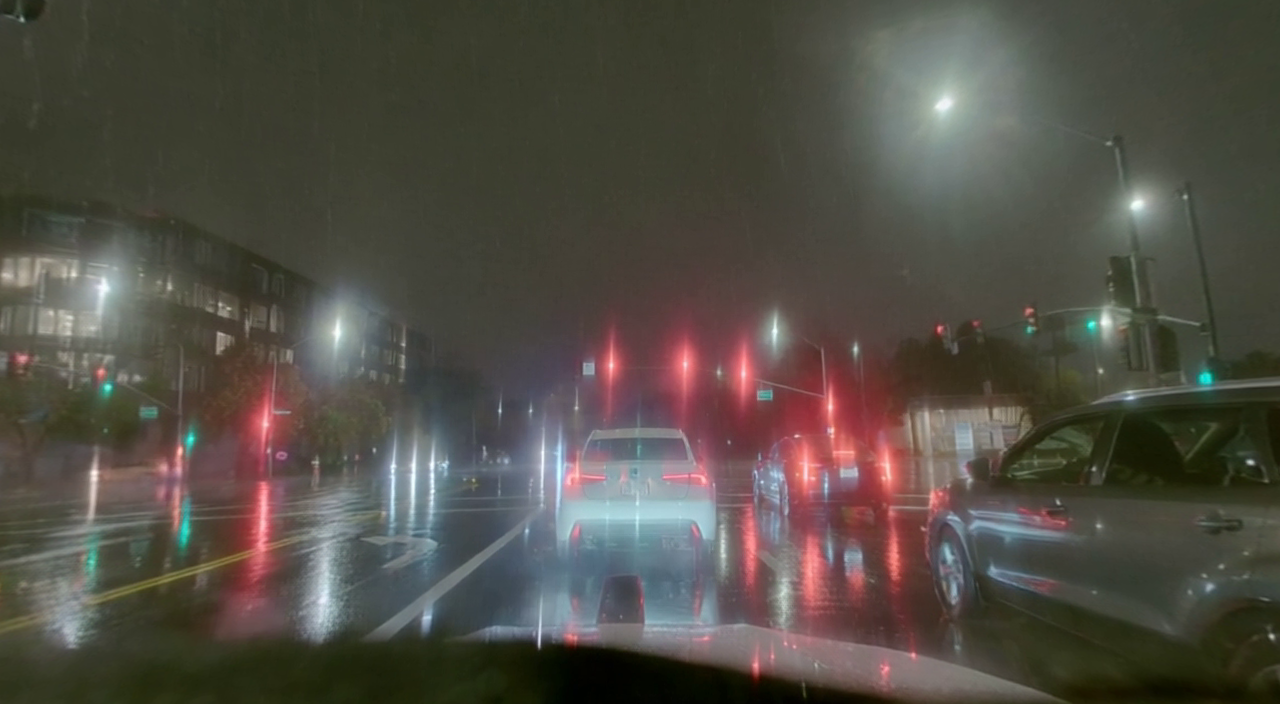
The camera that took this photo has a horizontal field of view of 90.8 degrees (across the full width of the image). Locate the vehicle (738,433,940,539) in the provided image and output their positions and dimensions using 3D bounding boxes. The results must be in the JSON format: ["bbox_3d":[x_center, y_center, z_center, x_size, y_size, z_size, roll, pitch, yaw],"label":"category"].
[{"bbox_3d":[3.154,2.218,11.145,2.001,1.463,4.398,0,-8,-2],"label":"vehicle"}]

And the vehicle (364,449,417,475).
[{"bbox_3d":[-18.730,8.259,47.688,2.026,1.836,4.726,0,-8,0],"label":"vehicle"}]

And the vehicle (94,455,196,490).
[{"bbox_3d":[-28.240,6.865,36.110,4.448,1.837,2.021,-2,-9,11],"label":"vehicle"}]

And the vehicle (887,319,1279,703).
[{"bbox_3d":[3.001,0.868,2.663,2.103,1.701,4.294,0,-8,-1],"label":"vehicle"}]

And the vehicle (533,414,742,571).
[{"bbox_3d":[-0.072,1.779,8.740,2.188,1.637,4.027,0,-8,-1],"label":"vehicle"}]
